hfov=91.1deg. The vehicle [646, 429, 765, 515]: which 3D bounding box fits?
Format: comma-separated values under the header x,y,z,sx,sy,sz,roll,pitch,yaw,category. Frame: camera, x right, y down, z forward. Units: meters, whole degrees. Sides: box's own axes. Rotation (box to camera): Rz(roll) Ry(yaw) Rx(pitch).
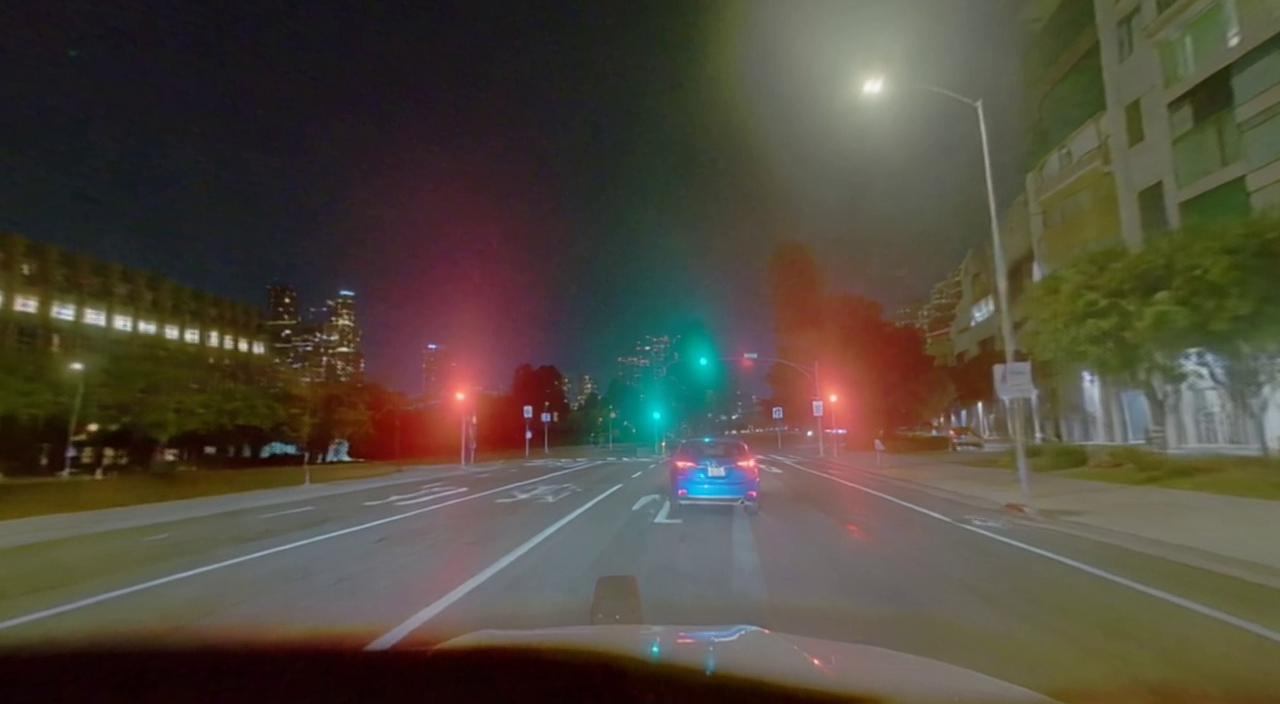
x,y,z,sx,sy,sz,roll,pitch,yaw,category
1.234,2.262,12.476,1.950,1.401,4.159,-1,-8,5,vehicle
